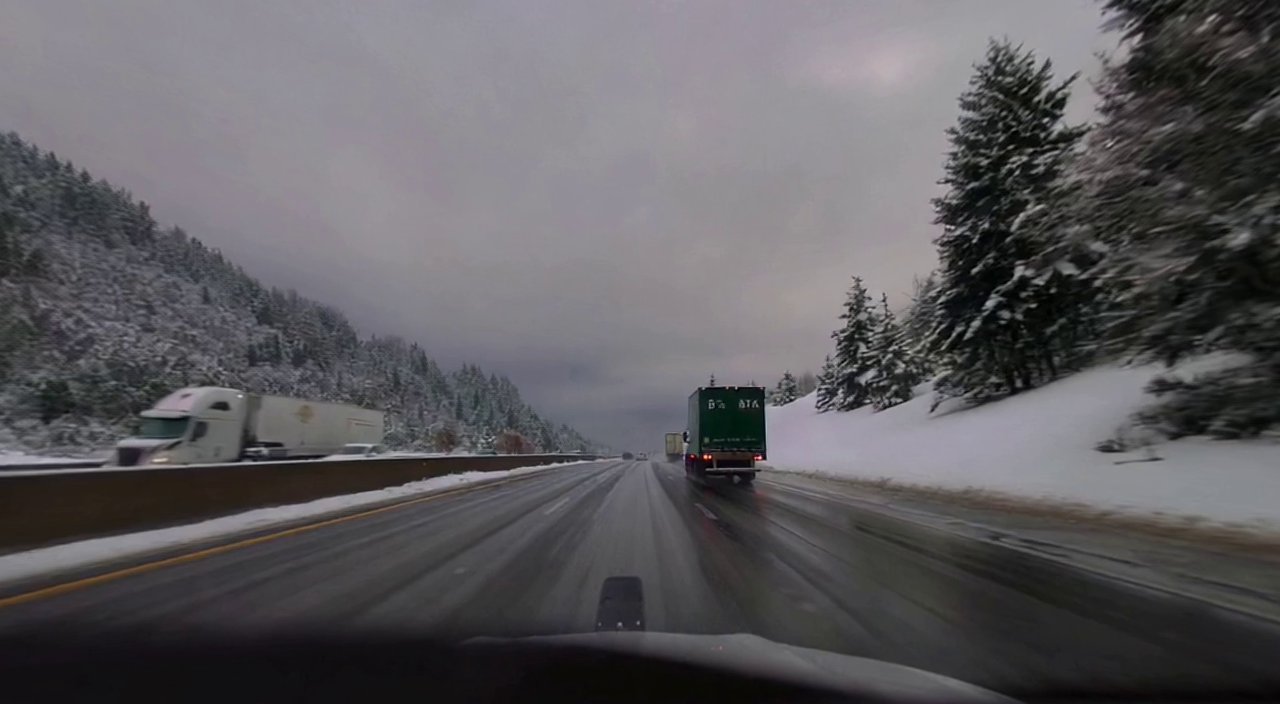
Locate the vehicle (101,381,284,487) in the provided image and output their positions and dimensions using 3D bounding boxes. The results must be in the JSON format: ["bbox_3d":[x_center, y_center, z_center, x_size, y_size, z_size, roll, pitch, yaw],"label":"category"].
[{"bbox_3d":[-18.574,3.559,26.843,3.023,3.963,6.173,0,-9,0],"label":"vehicle"}]

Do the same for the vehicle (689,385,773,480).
[{"bbox_3d":[4.088,3.912,30.006,2.999,4.023,6.337,0,-9,0],"label":"vehicle"}]
